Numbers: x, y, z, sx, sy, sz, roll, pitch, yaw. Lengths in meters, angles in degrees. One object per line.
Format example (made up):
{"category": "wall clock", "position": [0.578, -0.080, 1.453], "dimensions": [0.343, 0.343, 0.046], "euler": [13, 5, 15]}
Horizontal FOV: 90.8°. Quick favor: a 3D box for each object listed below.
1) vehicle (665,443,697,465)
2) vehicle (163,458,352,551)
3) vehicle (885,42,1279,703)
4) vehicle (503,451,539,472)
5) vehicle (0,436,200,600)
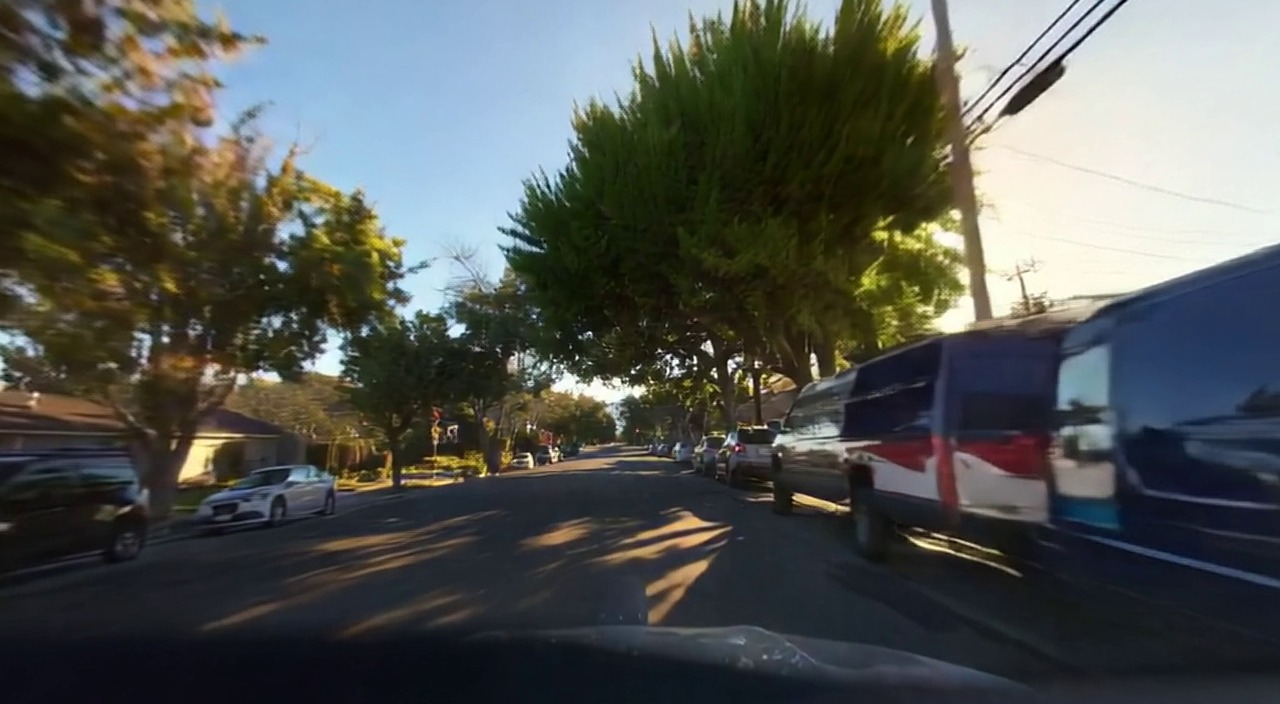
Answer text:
{"category": "vehicle", "position": [2.964, 7.455, 46.493], "dimensions": [1.927, 1.529, 4.144], "euler": [0, -9, -3]}
{"category": "vehicle", "position": [-8.456, 3.329, 14.448], "dimensions": [1.839, 1.384, 4.124], "euler": [-7, -7, -2]}
{"category": "vehicle", "position": [3.067, 0.406, 2.840], "dimensions": [2.233, 2.453, 3.787], "euler": [0, -9, -2]}
{"category": "vehicle", "position": [-8.730, 8.051, 46.559], "dimensions": [1.937, 1.427, 4.510], "euler": [0, -9, -2]}
{"category": "vehicle", "position": [-8.477, 2.155, 8.324], "dimensions": [2.163, 1.841, 4.679], "euler": [-6, -7, -2]}
